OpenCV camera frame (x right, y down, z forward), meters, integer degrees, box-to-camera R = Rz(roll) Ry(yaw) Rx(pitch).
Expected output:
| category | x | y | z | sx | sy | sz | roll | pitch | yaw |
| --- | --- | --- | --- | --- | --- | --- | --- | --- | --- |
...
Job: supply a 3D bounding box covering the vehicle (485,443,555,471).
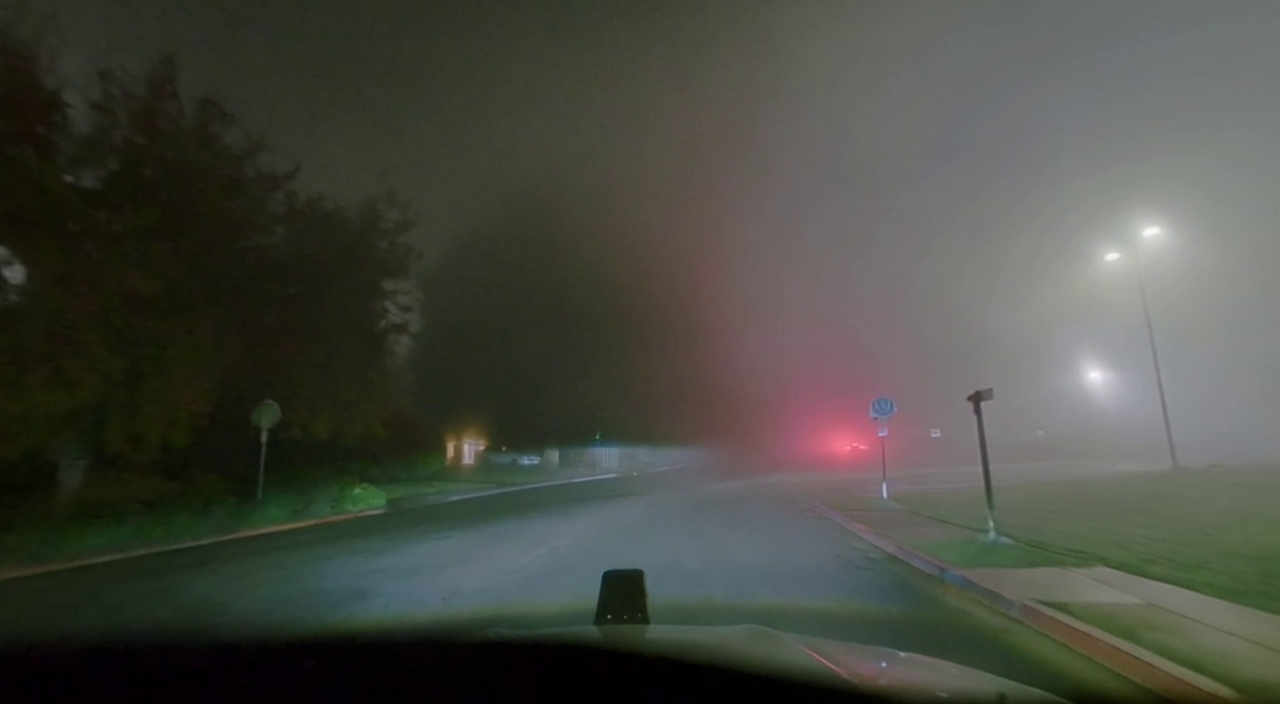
| category | x | y | z | sx | sy | sz | roll | pitch | yaw |
| --- | --- | --- | --- | --- | --- | --- | --- | --- | --- |
| vehicle | -7.617 | 6.702 | 40.304 | 4.252 | 1.681 | 1.854 | 1 | -8 | -8 |
